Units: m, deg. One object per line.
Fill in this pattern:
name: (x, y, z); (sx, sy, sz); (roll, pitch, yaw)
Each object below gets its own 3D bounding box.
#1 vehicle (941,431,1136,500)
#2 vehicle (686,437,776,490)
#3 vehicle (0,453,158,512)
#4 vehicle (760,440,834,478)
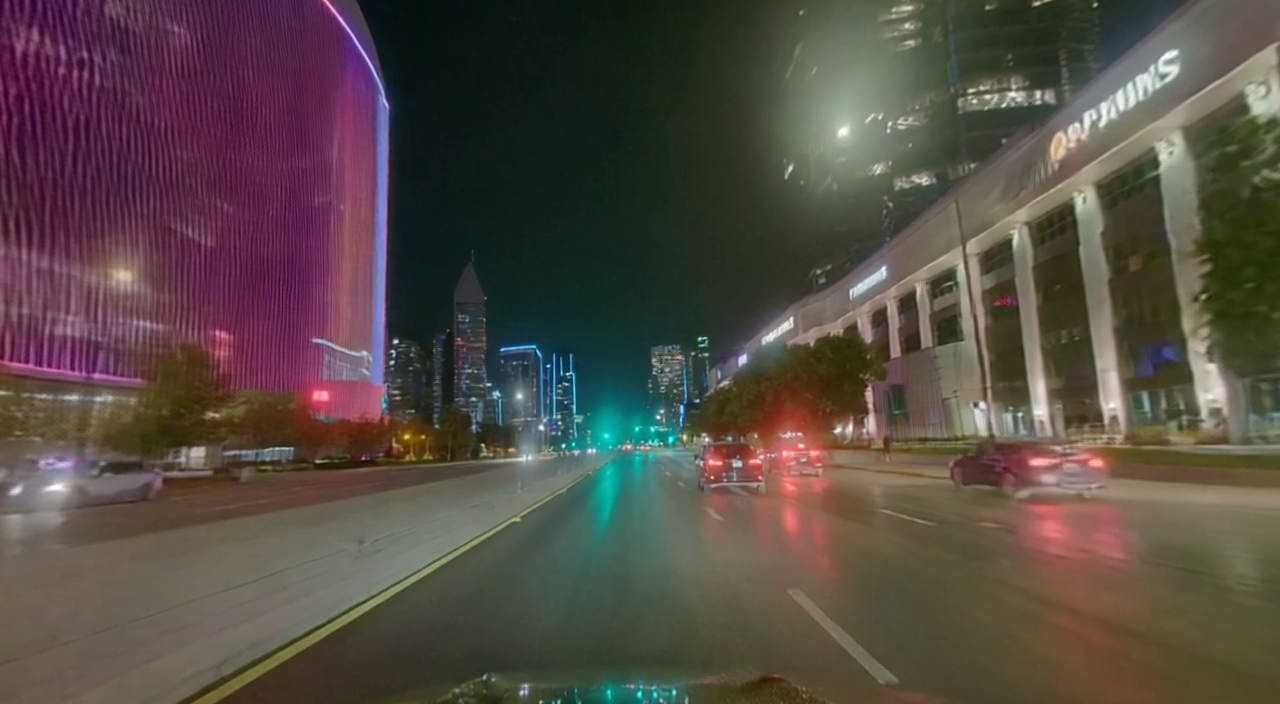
vehicle: (9.944, 2.853, 16.359); (2.003, 1.511, 4.670); (0, -8, 0)
vehicle: (2.780, 3.546, 20.439); (2.131, 1.491, 4.496); (0, -8, -1)
vehicle: (-19.616, 4.397, 21.870); (2.071, 1.743, 4.749); (0, -8, 0)
vehicle: (6.366, 4.368, 26.131); (1.912, 1.411, 4.380); (0, -8, -1)
